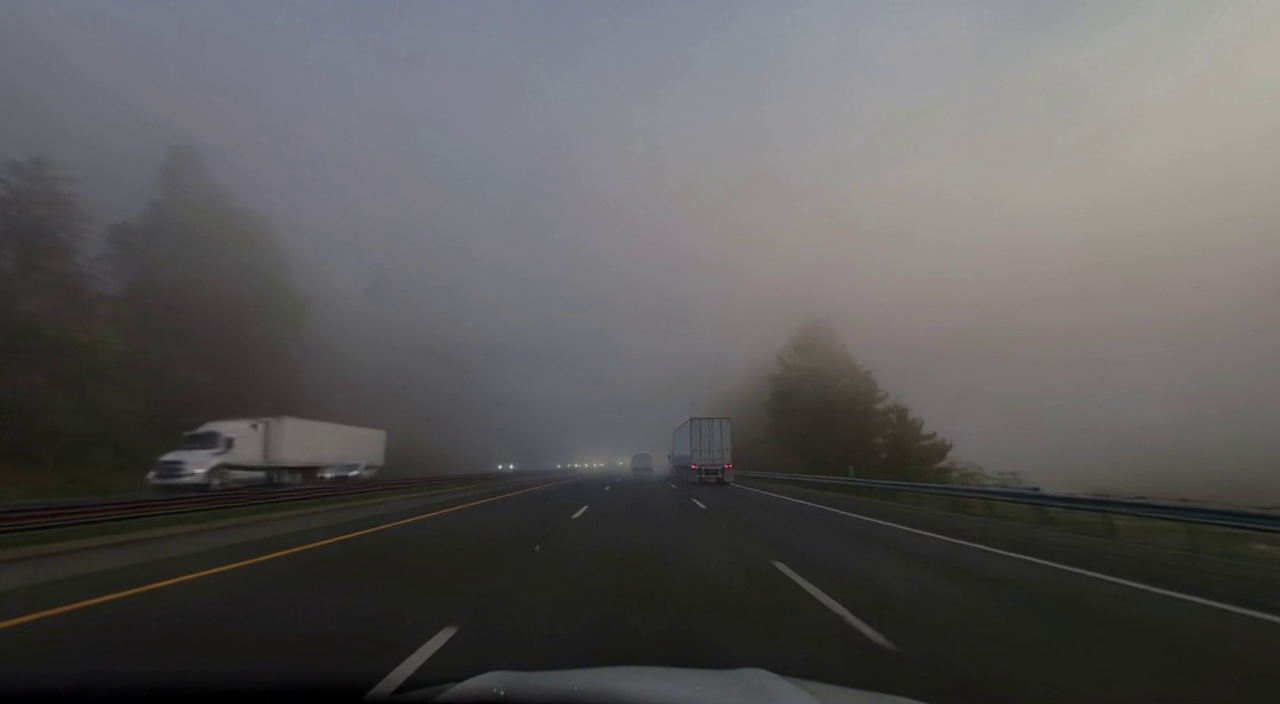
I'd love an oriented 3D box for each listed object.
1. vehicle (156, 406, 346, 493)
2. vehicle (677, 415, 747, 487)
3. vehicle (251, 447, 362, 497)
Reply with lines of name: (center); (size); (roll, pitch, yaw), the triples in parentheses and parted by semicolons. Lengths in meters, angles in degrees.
vehicle: (-19.288, 5.134, 32.431); (2.956, 3.690, 10.391); (0, -10, 1)
vehicle: (4.450, 6.814, 42.338); (3.139, 3.999, 13.840); (1, -10, 0)
vehicle: (-14.740, 5.344, 28.190); (2.187, 1.978, 4.830); (0, -10, 1)
